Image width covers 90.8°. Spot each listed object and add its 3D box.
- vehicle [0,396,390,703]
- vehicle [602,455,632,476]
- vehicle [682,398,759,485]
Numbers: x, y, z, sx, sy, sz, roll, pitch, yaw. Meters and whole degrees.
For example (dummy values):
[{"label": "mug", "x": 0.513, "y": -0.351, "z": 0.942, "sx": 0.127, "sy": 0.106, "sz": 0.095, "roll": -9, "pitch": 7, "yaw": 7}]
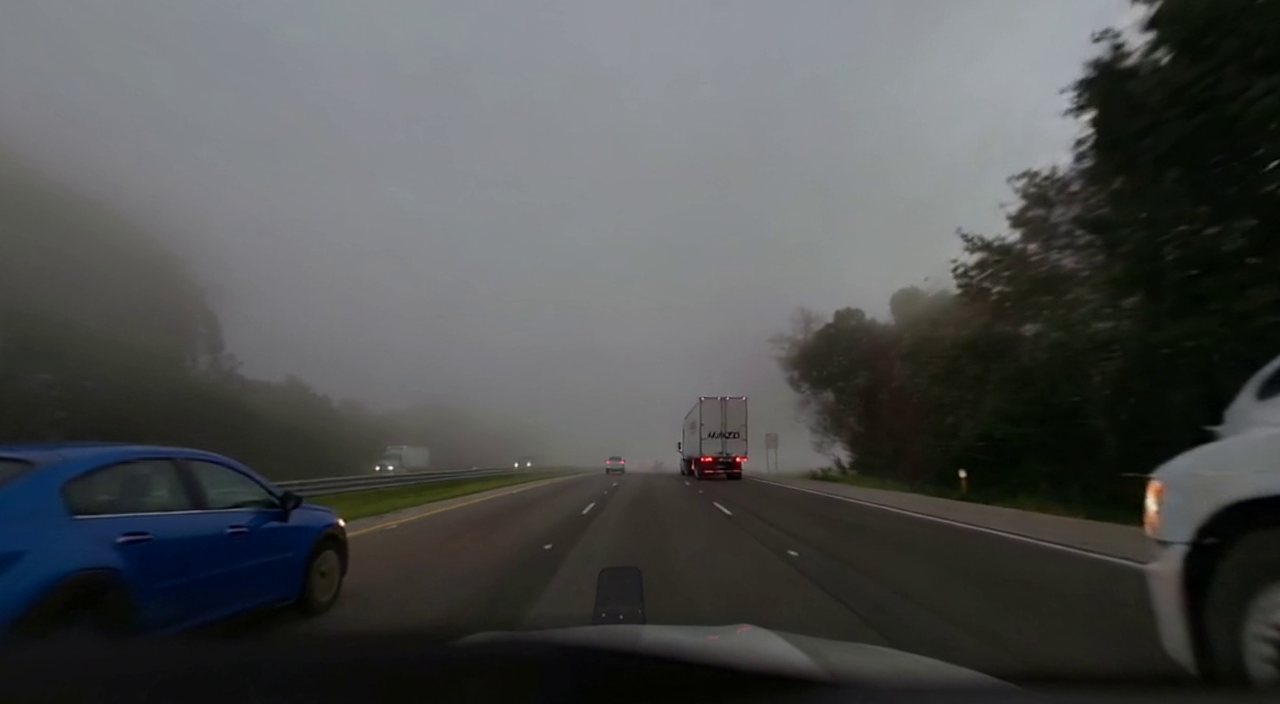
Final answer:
[{"label": "vehicle", "x": -3.429, "y": 1.177, "z": 3.872, "sx": 1.945, "sy": 1.537, "sz": 4.294, "roll": 0, "pitch": -9, "yaw": 1}, {"label": "vehicle", "x": -1.665, "y": 8.373, "z": 46.830, "sx": 1.935, "sy": 1.470, "sz": 4.063, "roll": 0, "pitch": -9, "yaw": 1}, {"label": "vehicle", "x": 4.212, "y": 5.315, "z": 36.410, "sx": 2.832, "sy": 4.034, "sz": 13.924, "roll": 0, "pitch": -9, "yaw": 1}]
